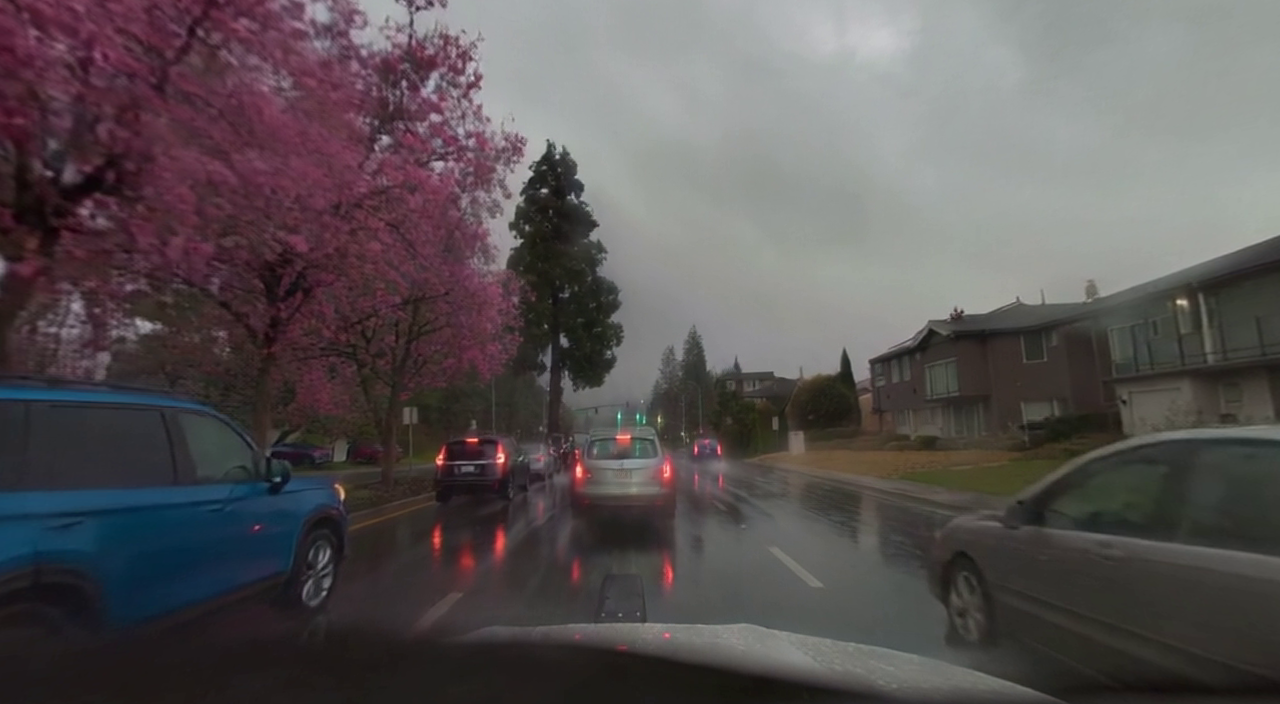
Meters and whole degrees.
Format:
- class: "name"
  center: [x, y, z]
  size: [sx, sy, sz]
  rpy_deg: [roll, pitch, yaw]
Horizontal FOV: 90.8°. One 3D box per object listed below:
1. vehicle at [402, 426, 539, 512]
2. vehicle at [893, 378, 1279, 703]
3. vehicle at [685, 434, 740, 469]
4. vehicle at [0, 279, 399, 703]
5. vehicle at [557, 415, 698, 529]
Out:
- class: "vehicle"
  center: [-3.666, 2.597, 14.565]
  size: [1.948, 1.668, 4.279]
  rpy_deg: [0, -8, 0]
- class: "vehicle"
  center: [3.124, 0.964, 2.774]
  size: [2.056, 1.536, 4.678]
  rpy_deg: [0, -8, 0]
- class: "vehicle"
  center: [3.653, 5.133, 32.712]
  size: [2.188, 1.685, 4.604]
  rpy_deg: [0, -8, -2]
- class: "vehicle"
  center: [-3.549, 0.906, 3.777]
  size: [2.304, 1.928, 4.833]
  rpy_deg: [0, -8, 0]
- class: "vehicle"
  center: [-0.204, 2.093, 11.583]
  size: [2.112, 1.693, 4.058]
  rpy_deg: [0, -8, -1]
